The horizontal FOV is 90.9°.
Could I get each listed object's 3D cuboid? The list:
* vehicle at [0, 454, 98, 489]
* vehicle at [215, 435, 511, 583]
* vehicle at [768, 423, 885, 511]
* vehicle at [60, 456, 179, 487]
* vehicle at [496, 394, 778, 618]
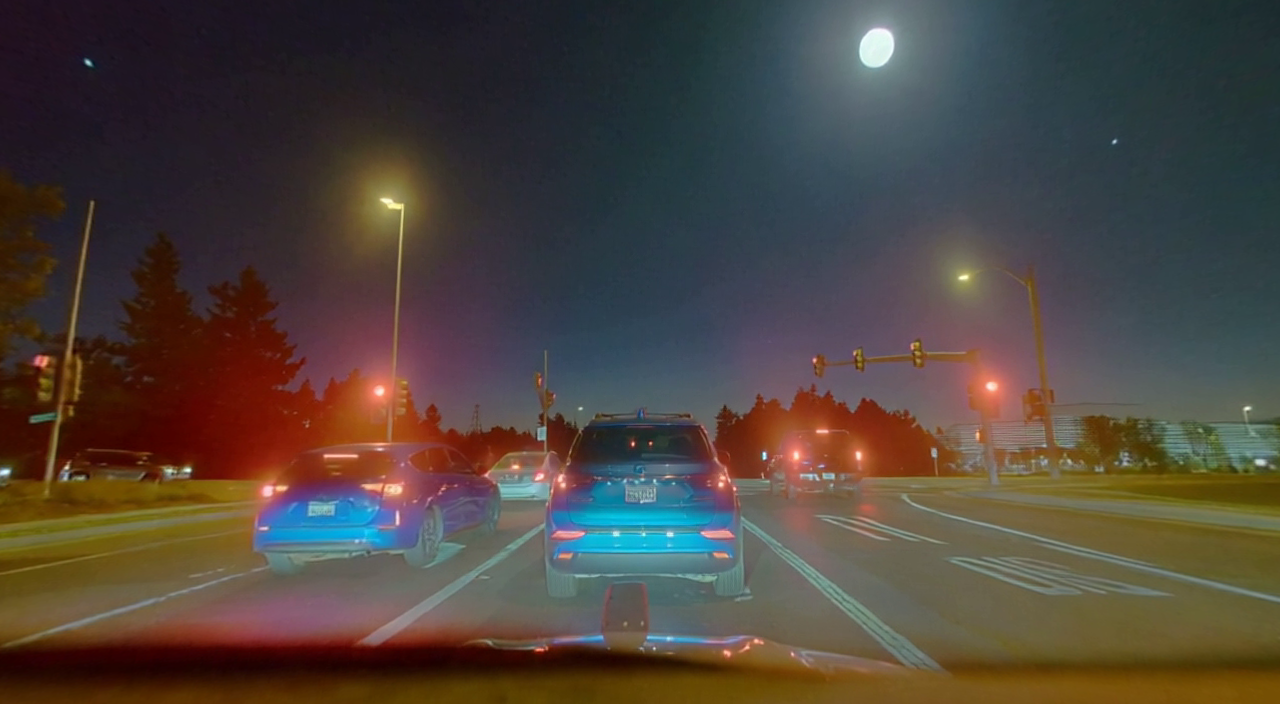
[{"bbox_3d":[-27.102,5.273,27.929,4.198,1.444,1.765,2,-9,-15],"label":"vehicle"},{"bbox_3d":[-3.241,1.898,8.573,1.913,1.453,4.413,0,-8,2],"label":"vehicle"},{"bbox_3d":[4.810,3.004,16.924,2.084,2.053,4.073,-1,-8,4],"label":"vehicle"},{"bbox_3d":[-25.980,5.949,31.599,4.140,1.444,1.742,2,-9,-15],"label":"vehicle"},{"bbox_3d":[-0.029,1.525,7.178,2.203,1.757,4.286,0,-8,0],"label":"vehicle"}]
